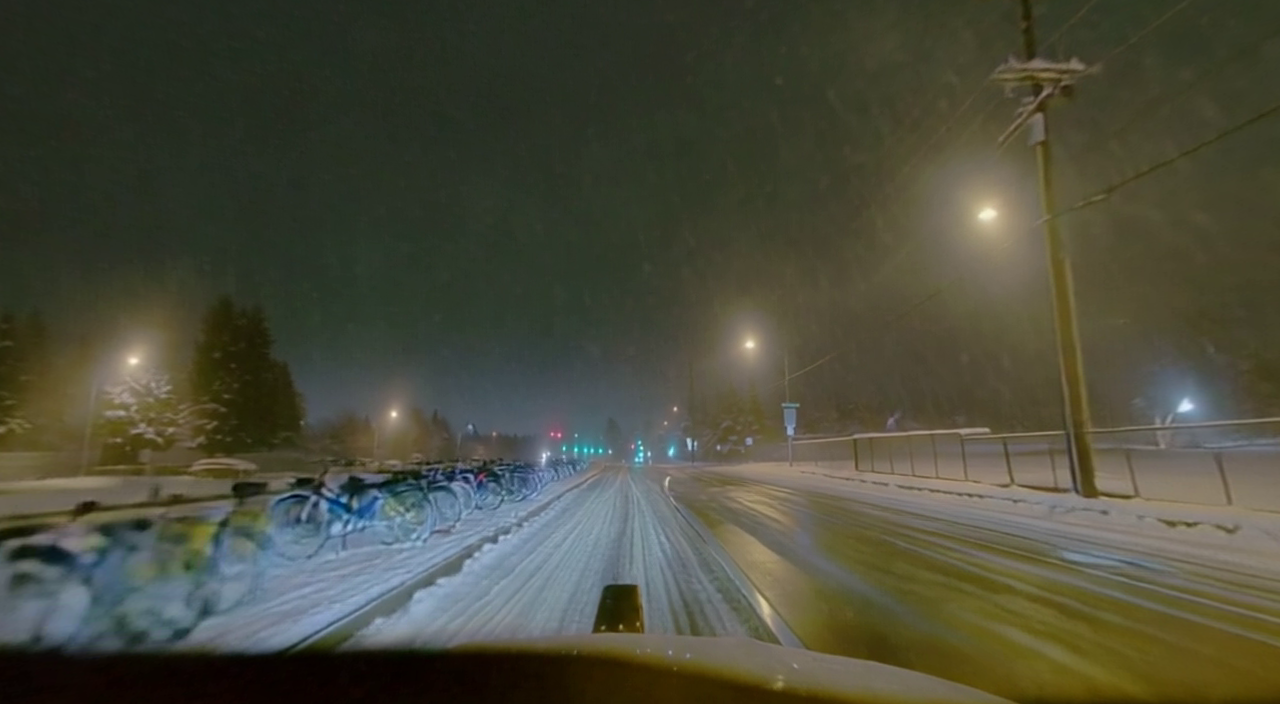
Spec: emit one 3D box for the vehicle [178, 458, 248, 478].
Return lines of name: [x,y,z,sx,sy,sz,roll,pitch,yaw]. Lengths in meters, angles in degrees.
vehicle: [-33.095,8.983,49.057,4.108,1.480,1.800,0,-9,1]
